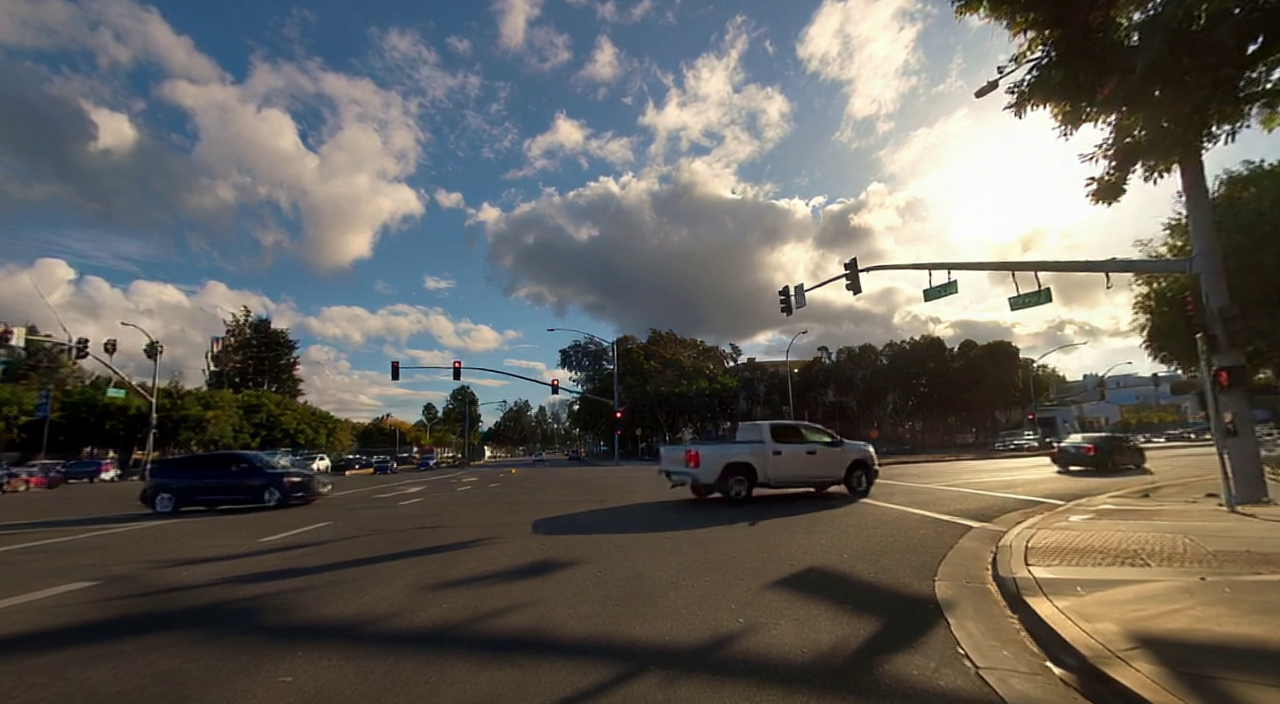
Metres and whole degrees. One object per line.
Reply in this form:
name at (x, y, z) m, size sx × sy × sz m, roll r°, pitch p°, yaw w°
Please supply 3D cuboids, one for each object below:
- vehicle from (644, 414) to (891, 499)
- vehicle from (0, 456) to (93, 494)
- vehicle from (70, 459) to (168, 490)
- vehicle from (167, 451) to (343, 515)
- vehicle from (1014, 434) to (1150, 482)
vehicle at (3.272, 2.702, 16.600) m, size 5.896 × 1.937 × 2.358 m, roll 2°, pitch -9°, yaw -17°
vehicle at (-31.174, 6.292, 32.600) m, size 2.142 × 1.723 × 4.692 m, roll 1°, pitch -9°, yaw -9°
vehicle at (-28.377, 6.656, 34.633) m, size 1.965 × 1.448 × 4.553 m, roll 1°, pitch -9°, yaw -9°
vehicle at (-10.357, 3.400, 16.930) m, size 4.702 × 1.468 × 1.999 m, roll -6°, pitch -10°, yaw 31°
vehicle at (15.092, 3.568, 21.503) m, size 4.728 × 1.471 × 1.957 m, roll 5°, pitch -10°, yaw -31°
